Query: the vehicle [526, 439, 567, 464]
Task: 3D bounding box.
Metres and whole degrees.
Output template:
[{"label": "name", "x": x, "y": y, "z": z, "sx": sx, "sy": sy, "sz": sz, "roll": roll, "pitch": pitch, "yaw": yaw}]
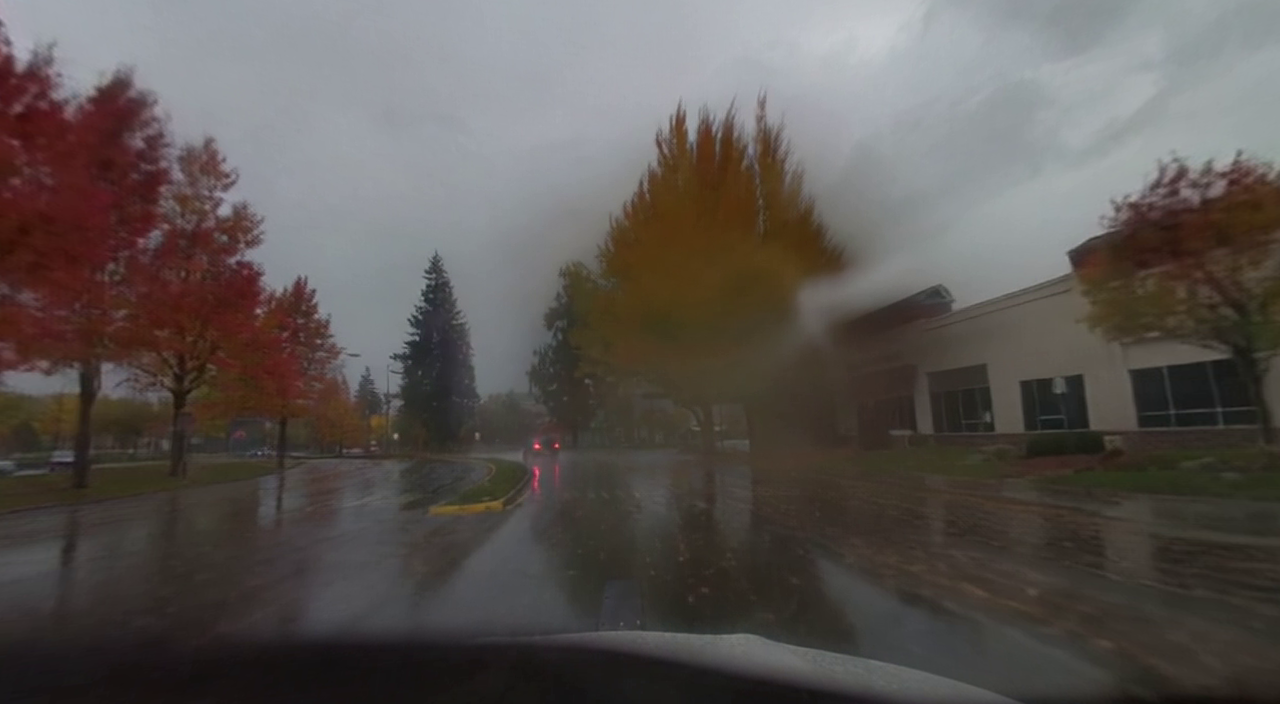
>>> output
[{"label": "vehicle", "x": -6.313, "y": 6.643, "z": 42.210, "sx": 2.018, "sy": 1.512, "sz": 4.304, "roll": 3, "pitch": -9, "yaw": -18}]
